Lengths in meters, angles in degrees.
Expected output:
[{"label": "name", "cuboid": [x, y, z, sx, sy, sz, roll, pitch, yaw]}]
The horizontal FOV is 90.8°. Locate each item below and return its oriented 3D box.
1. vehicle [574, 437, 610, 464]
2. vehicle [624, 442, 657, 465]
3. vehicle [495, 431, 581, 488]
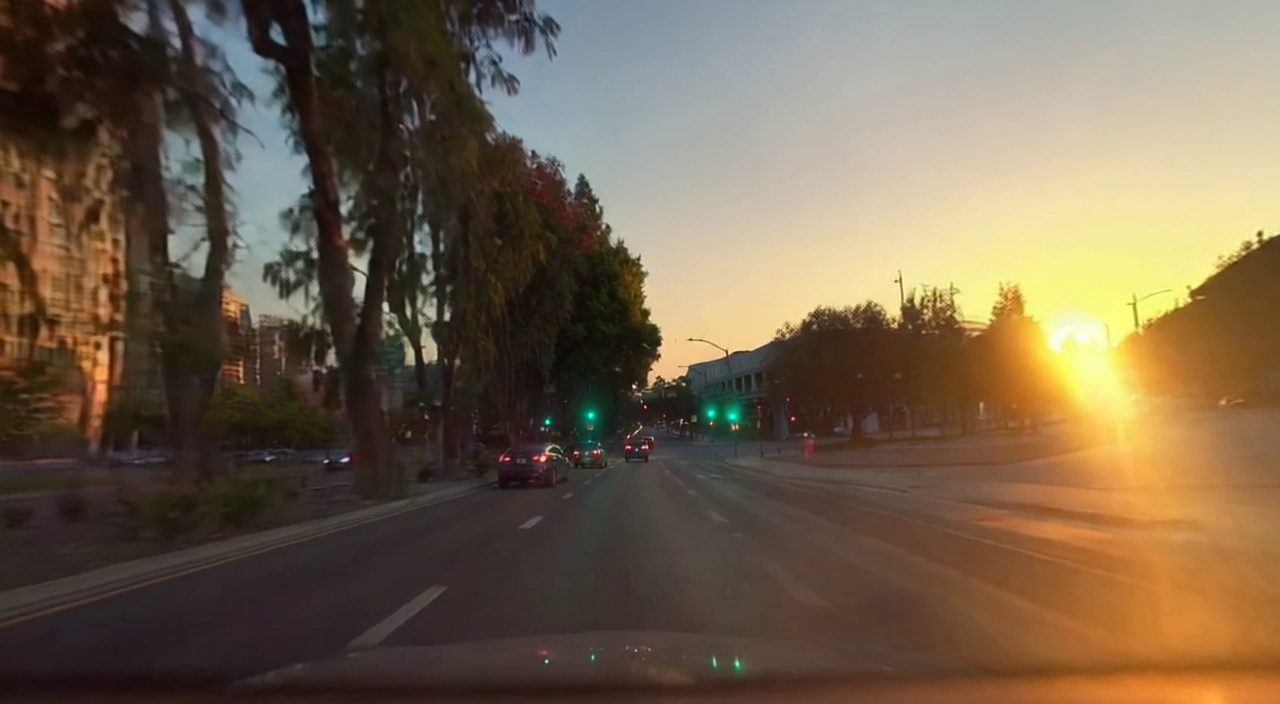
[{"label": "vehicle", "cuboid": [-3.324, 6.981, 45.016, 2.152, 1.802, 4.628, 0, -8, 1]}, {"label": "vehicle", "cuboid": [0.030, 6.657, 41.604, 2.095, 1.438, 3.843, 0, -8, 0]}, {"label": "vehicle", "cuboid": [-3.306, 3.594, 21.449, 2.116, 1.725, 4.315, 0, -8, 1]}]
